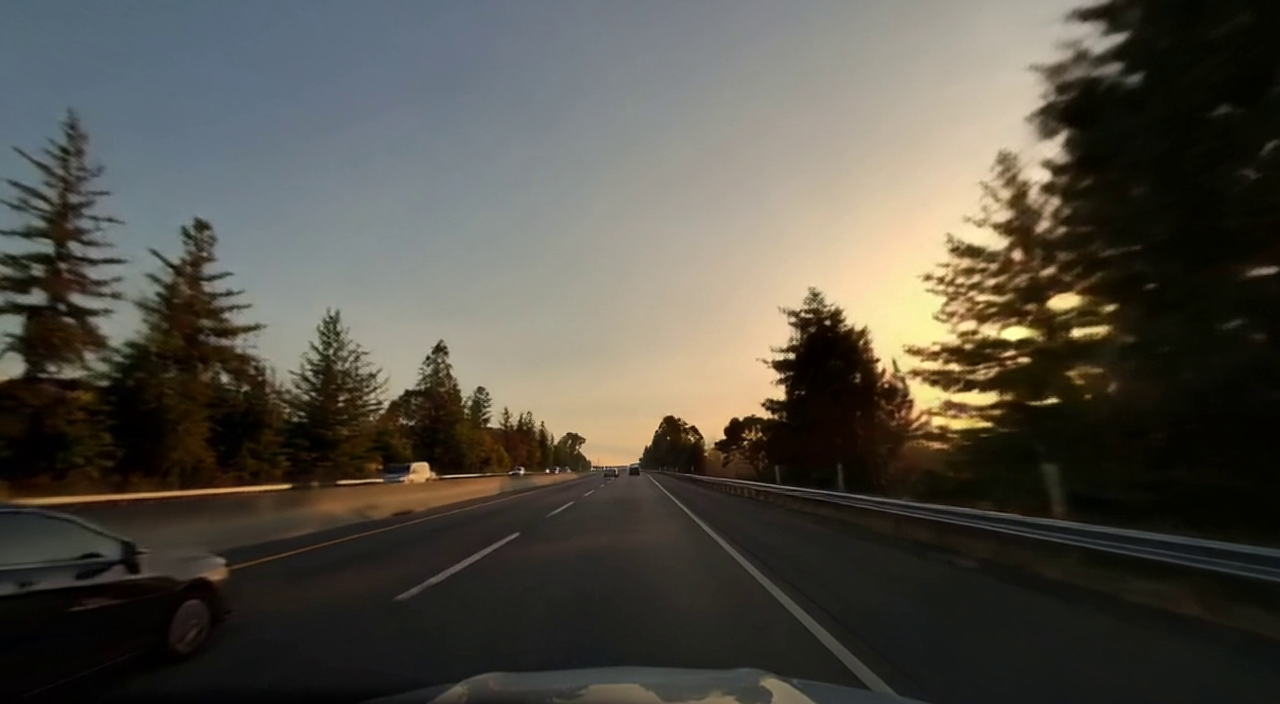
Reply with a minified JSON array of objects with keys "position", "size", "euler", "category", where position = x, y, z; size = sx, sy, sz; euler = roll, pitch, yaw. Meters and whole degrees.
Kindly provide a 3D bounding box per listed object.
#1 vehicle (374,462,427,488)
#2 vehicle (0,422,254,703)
[{"position":[-17.439,8.975,46.099],"size":[2.064,1.799,4.717],"euler":[1,-10,-1],"category":"vehicle"},{"position":[-3.850,0.872,1.918],"size":[2.146,1.441,5.020],"euler":[1,-10,0],"category":"vehicle"}]
